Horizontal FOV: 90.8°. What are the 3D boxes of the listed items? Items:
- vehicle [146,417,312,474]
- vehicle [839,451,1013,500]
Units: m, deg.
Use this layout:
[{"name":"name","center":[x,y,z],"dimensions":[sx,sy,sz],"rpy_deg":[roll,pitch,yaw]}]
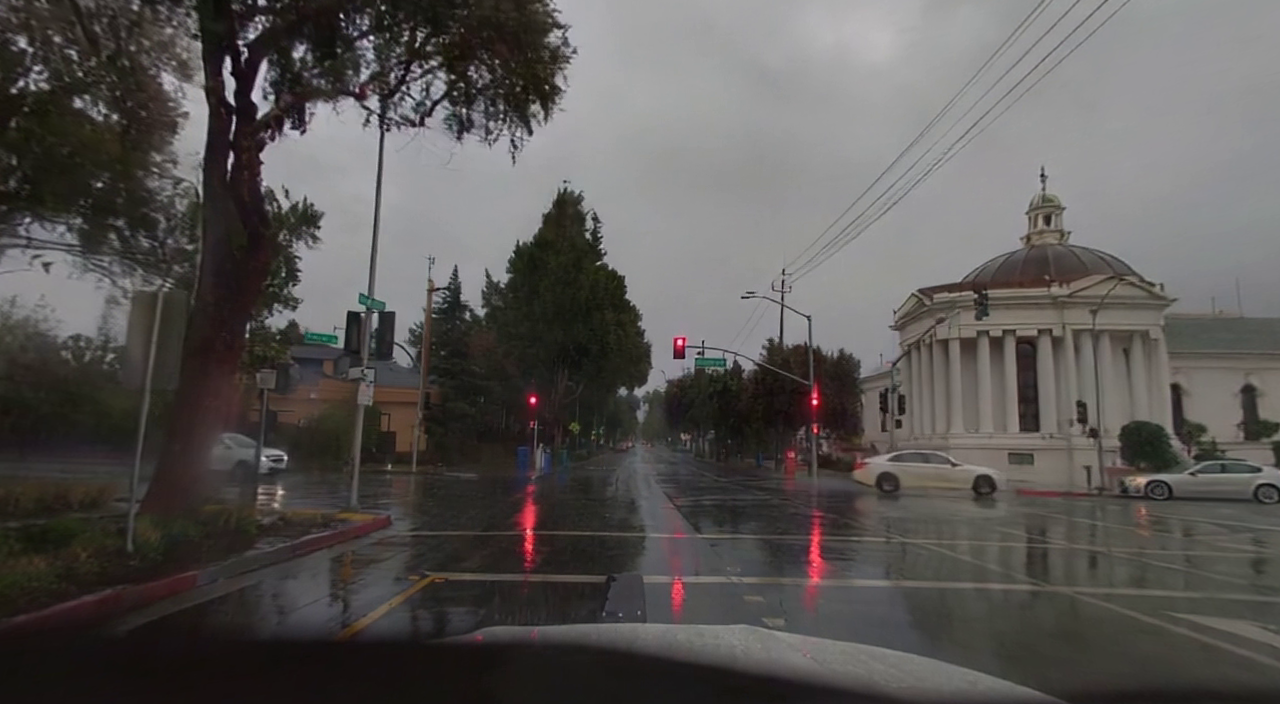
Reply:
[{"name":"vehicle","center":[-14.408,3.303,22.366],"dimensions":[4.372,1.892,2.002],"rpy_deg":[0,-9,-2]},{"name":"vehicle","center":[9.231,4.011,20.741],"dimensions":[4.718,1.497,2.032],"rpy_deg":[0,-9,3]}]
